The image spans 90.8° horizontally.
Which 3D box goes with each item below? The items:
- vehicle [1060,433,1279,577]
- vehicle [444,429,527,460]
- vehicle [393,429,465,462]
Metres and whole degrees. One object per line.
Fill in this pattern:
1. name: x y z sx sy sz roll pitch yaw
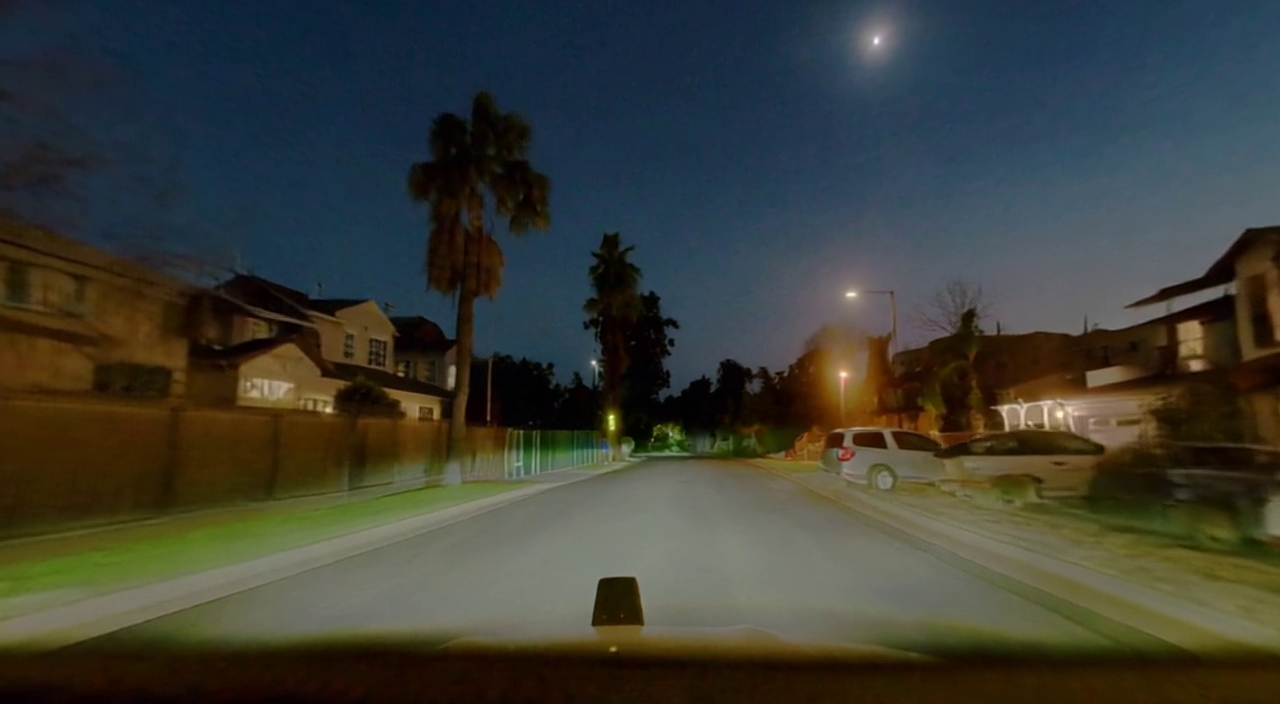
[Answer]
1. vehicle: 7.902 1.930 8.296 3.938 1.473 1.881 5 -7 -17
2. vehicle: -10.726 6.409 44.012 5.127 1.796 2.045 3 -7 5
3. vehicle: -12.075 5.370 36.491 1.869 1.646 4.357 3 -7 11
